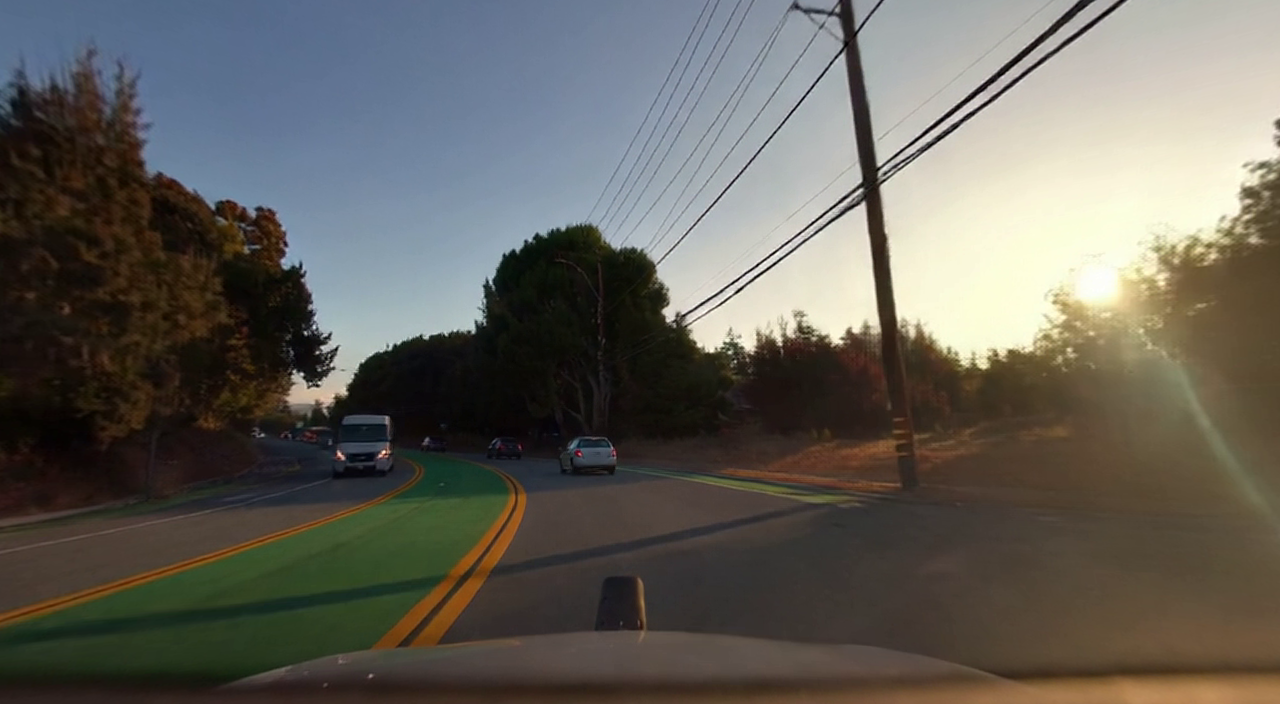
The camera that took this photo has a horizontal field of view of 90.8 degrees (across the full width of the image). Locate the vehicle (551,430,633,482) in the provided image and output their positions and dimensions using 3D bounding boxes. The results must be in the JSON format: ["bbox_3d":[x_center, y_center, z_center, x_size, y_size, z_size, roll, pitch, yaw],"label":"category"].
[{"bbox_3d":[-1.958,3.980,24.326,2.140,1.767,4.720,2,-9,-17],"label":"vehicle"}]

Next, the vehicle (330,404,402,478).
[{"bbox_3d":[-12.052,4.002,28.268,2.413,2.872,6.823,3,-9,-20],"label":"vehicle"}]

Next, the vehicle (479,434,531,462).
[{"bbox_3d":[-8.856,6.278,41.161,2.075,1.699,4.520,4,-10,-28],"label":"vehicle"}]
